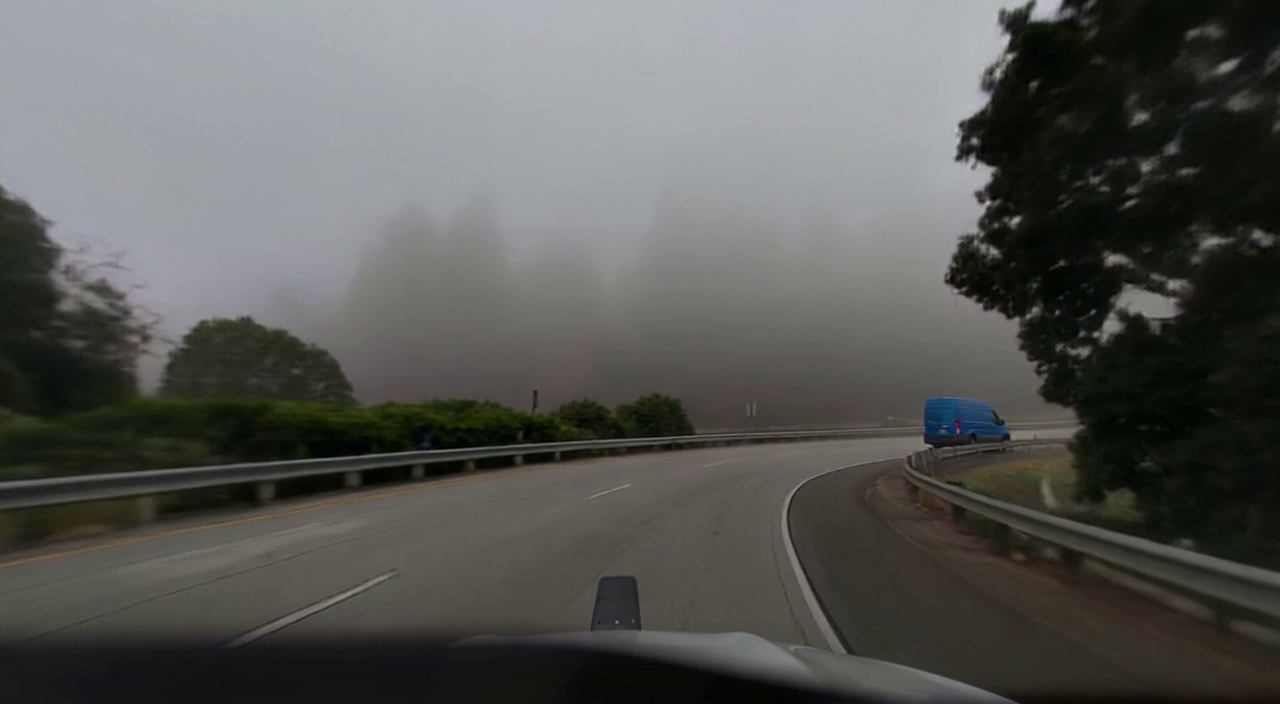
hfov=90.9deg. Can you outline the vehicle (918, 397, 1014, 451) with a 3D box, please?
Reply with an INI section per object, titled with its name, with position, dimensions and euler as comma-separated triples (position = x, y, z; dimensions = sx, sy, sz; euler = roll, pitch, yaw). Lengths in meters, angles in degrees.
[vehicle]
position = 17.008, 3.788, 32.770
dimensions = 5.330, 2.577, 2.352
euler = 6, -10, -39
